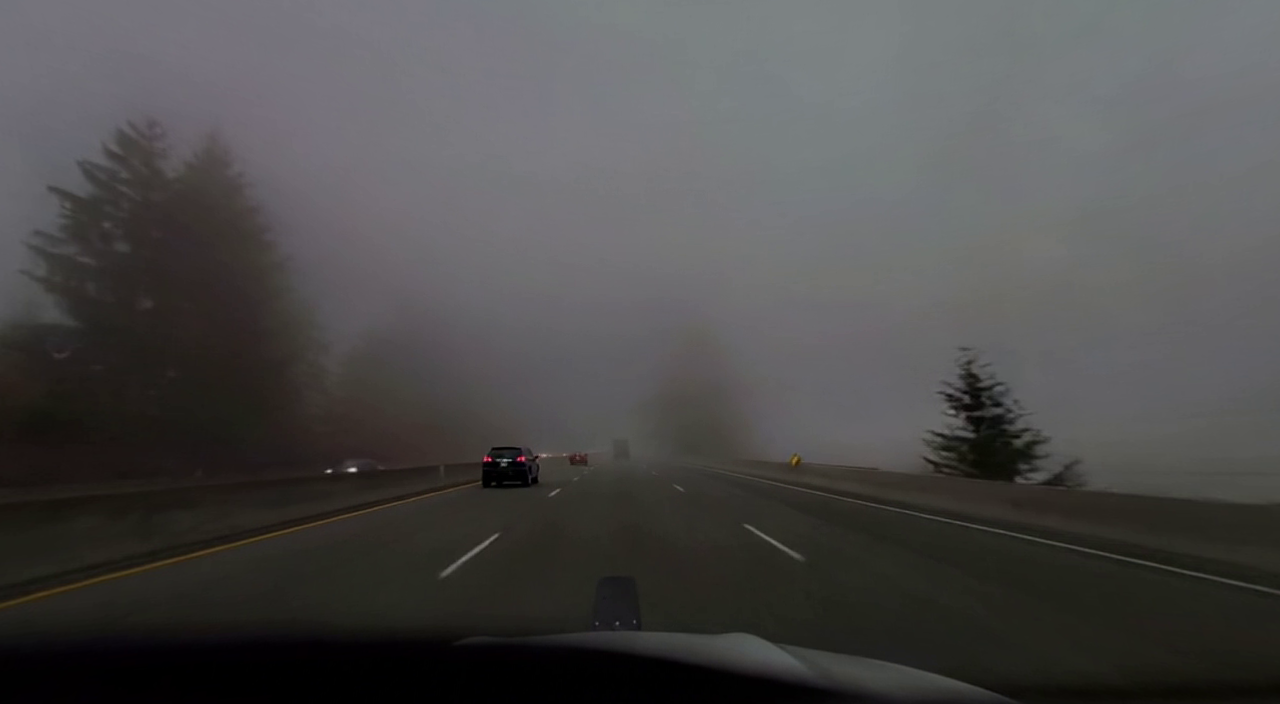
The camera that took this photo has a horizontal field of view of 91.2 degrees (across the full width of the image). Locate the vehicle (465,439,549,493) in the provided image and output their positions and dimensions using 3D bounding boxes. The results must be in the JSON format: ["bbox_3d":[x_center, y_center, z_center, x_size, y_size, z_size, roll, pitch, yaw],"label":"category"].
[{"bbox_3d":[-4.620,4.015,22.436,2.151,1.693,4.201,0,-9,-1],"label":"vehicle"}]
